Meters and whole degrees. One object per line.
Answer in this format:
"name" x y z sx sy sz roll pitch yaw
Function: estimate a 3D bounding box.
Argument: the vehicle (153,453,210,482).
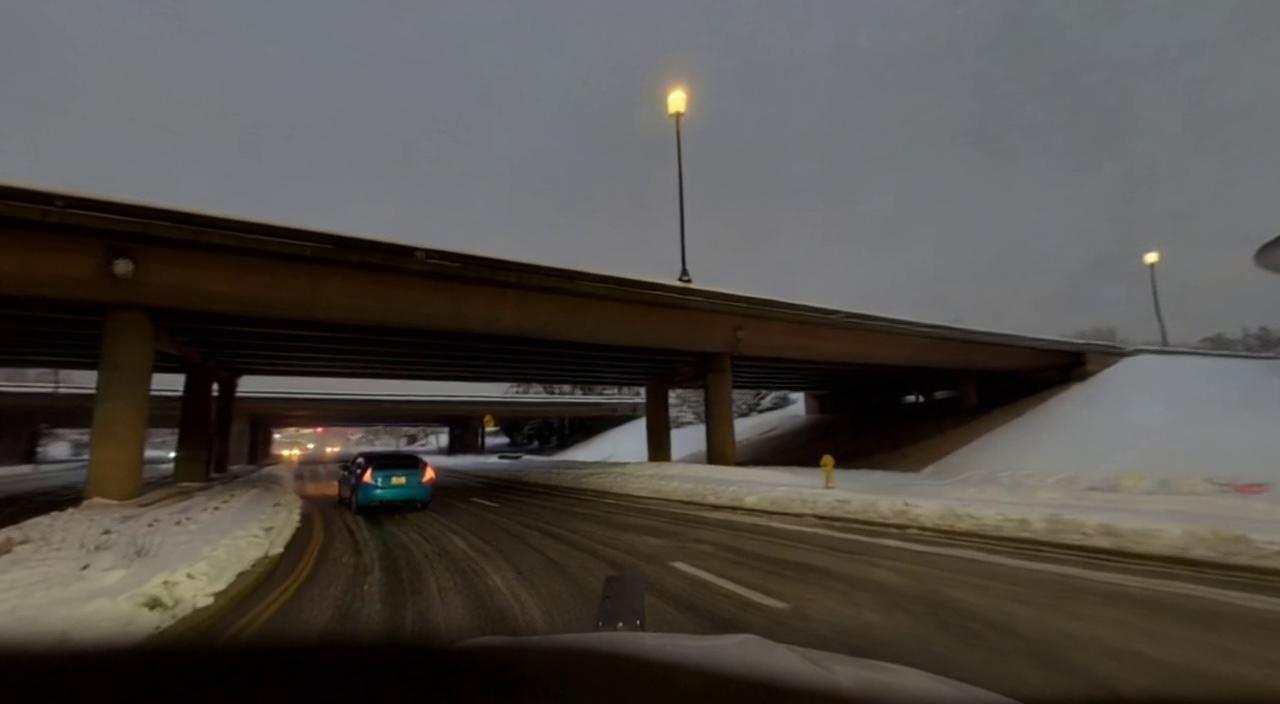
"vehicle" -27.747 6.955 38.253 2.009 1.523 4.641 4 -10 -27

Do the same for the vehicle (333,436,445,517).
"vehicle" -5.927 2.773 14.610 1.976 1.584 3.772 4 -10 -27
